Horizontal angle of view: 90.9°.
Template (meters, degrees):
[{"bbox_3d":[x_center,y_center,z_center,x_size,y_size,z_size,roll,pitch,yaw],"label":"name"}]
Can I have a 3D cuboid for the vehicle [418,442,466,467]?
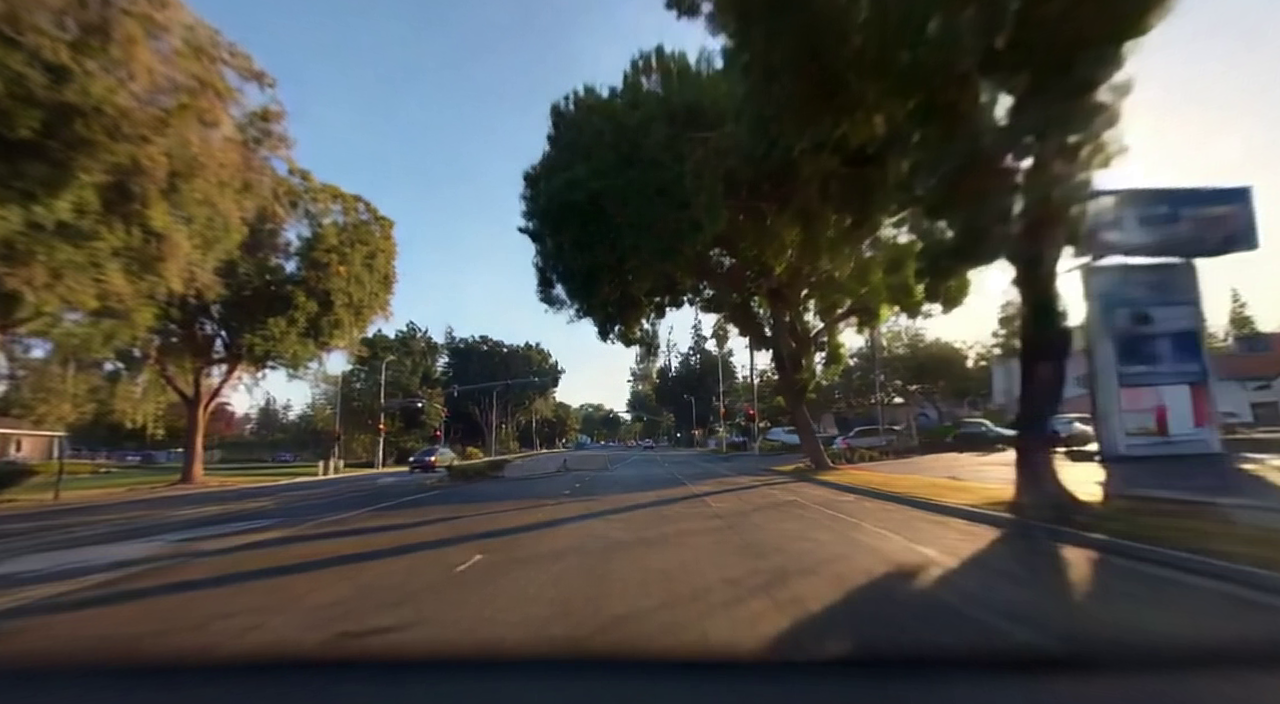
[{"bbox_3d":[-15.126,7.822,48.344,2.028,1.850,4.746,0,-8,1],"label":"vehicle"}]

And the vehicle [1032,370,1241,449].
[{"bbox_3d":[24.350,2.961,31.224,7.750,3.426,3.178,2,-9,-4],"label":"vehicle"}]

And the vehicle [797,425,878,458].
[{"bbox_3d":[13.773,6.276,44.199,4.821,1.788,2.132,-5,-7,1],"label":"vehicle"}]
